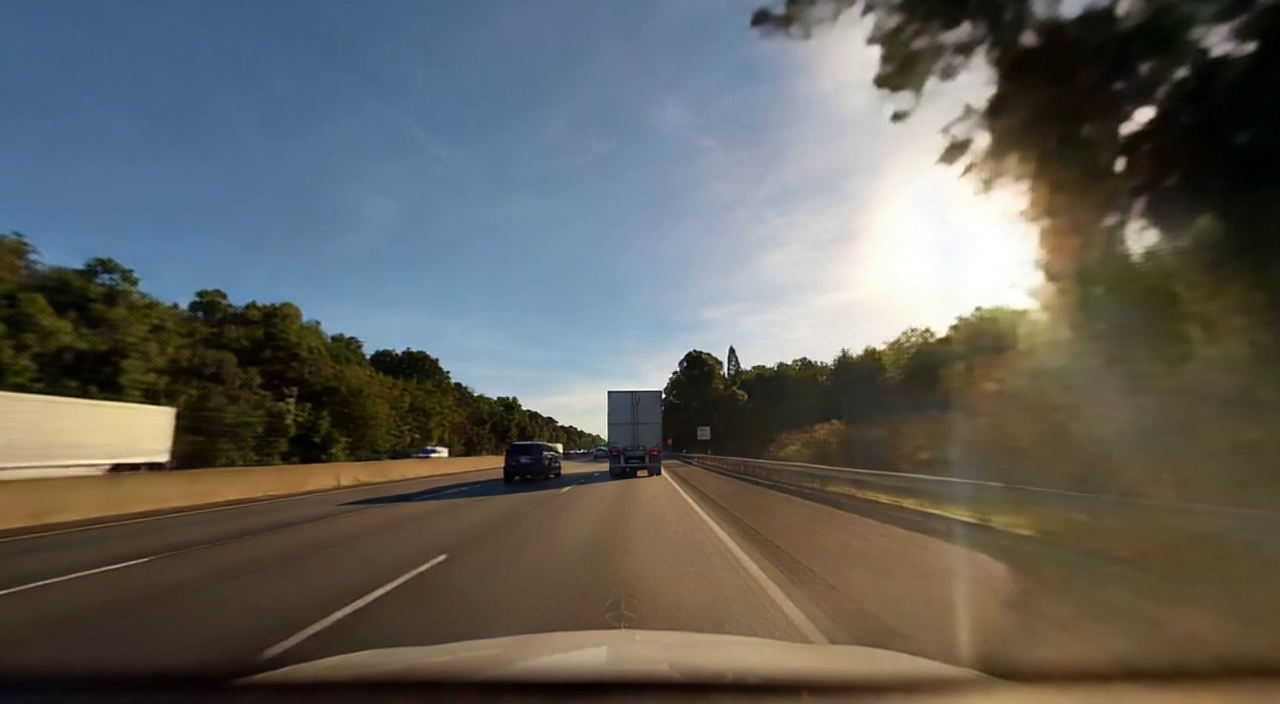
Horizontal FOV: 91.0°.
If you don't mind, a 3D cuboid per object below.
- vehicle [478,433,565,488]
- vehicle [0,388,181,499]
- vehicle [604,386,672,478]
[{"bbox_3d":[-4.304,4.066,23.835,2.285,1.833,4.984,0,-9,1],"label":"vehicle"},{"bbox_3d":[-26.039,3.661,25.144,2.926,4.189,16.364,0,-9,1],"label":"vehicle"},{"bbox_3d":[-0.094,4.472,34.396,3.052,4.132,11.336,0,-9,0],"label":"vehicle"}]
